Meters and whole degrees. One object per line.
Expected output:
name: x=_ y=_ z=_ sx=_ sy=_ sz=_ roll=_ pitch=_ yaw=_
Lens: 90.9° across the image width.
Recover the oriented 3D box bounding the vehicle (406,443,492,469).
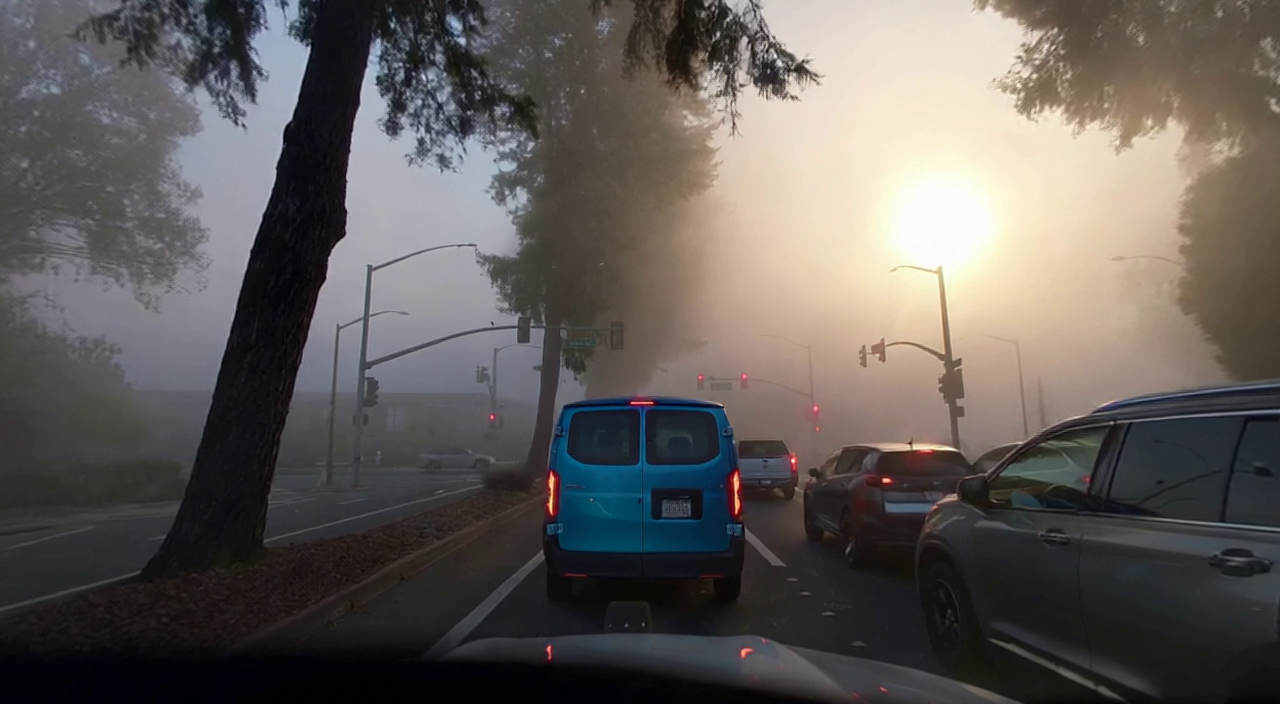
vehicle: x=-11.195 y=6.150 z=37.267 sx=4.664 sy=1.449 sz=1.992 roll=2 pitch=-9 yaw=-14

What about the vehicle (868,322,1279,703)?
vehicle: x=2.896 y=0.948 z=3.177 sx=1.971 sy=1.663 sz=4.287 roll=0 pitch=-8 yaw=2

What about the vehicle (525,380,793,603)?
vehicle: x=0.169 y=1.465 z=7.436 sx=2.185 sy=1.822 sz=4.391 roll=0 pitch=-8 yaw=0
